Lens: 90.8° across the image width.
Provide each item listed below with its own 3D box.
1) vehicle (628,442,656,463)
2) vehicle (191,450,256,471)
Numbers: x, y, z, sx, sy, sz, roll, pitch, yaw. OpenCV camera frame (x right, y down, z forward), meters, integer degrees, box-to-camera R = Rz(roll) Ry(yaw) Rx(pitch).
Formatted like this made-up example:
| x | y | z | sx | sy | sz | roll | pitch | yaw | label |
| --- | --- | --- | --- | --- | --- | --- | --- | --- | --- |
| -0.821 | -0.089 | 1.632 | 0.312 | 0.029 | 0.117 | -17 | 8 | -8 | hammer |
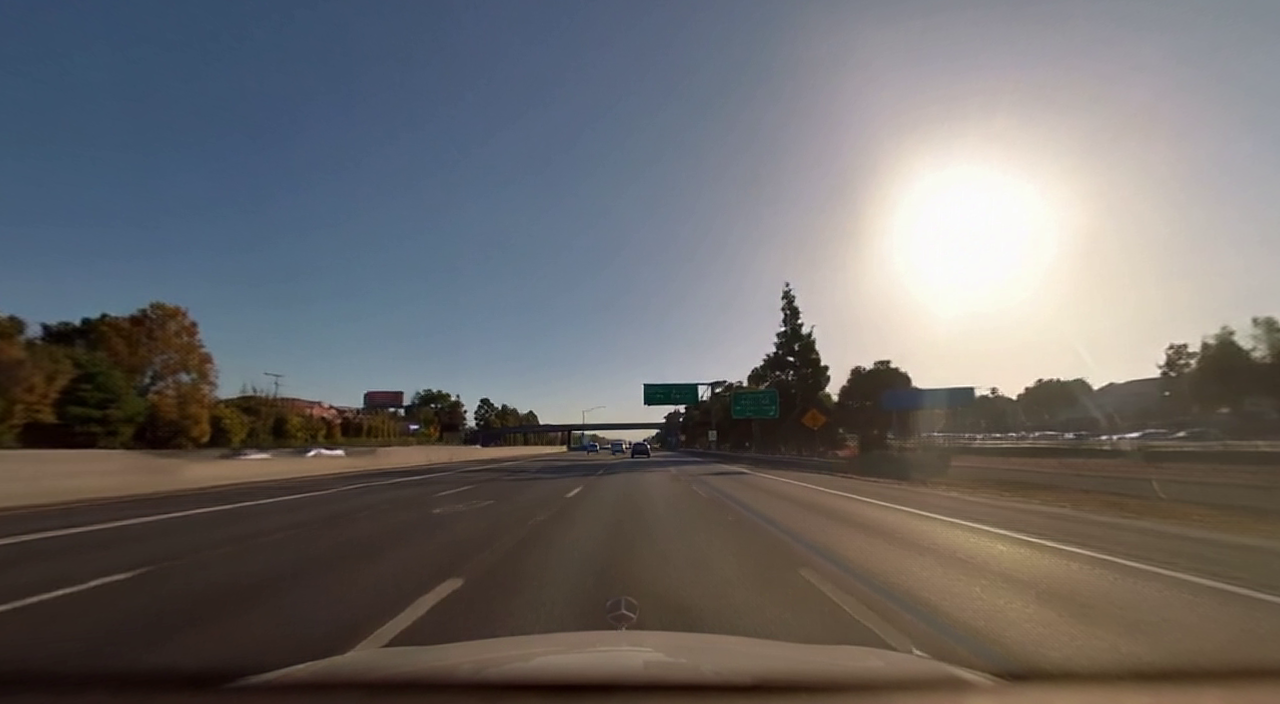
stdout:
| x | y | z | sx | sy | sz | roll | pitch | yaw | label |
| --- | --- | --- | --- | --- | --- | --- | --- | --- | --- |
| 0.077 | 7.643 | 48.114 | 2.021 | 1.528 | 4.154 | 0 | -8 | -1 | vehicle |
| -32.045 | 8.310 | 48.728 | 1.860 | 1.486 | 4.721 | 0 | -8 | 0 | vehicle |
